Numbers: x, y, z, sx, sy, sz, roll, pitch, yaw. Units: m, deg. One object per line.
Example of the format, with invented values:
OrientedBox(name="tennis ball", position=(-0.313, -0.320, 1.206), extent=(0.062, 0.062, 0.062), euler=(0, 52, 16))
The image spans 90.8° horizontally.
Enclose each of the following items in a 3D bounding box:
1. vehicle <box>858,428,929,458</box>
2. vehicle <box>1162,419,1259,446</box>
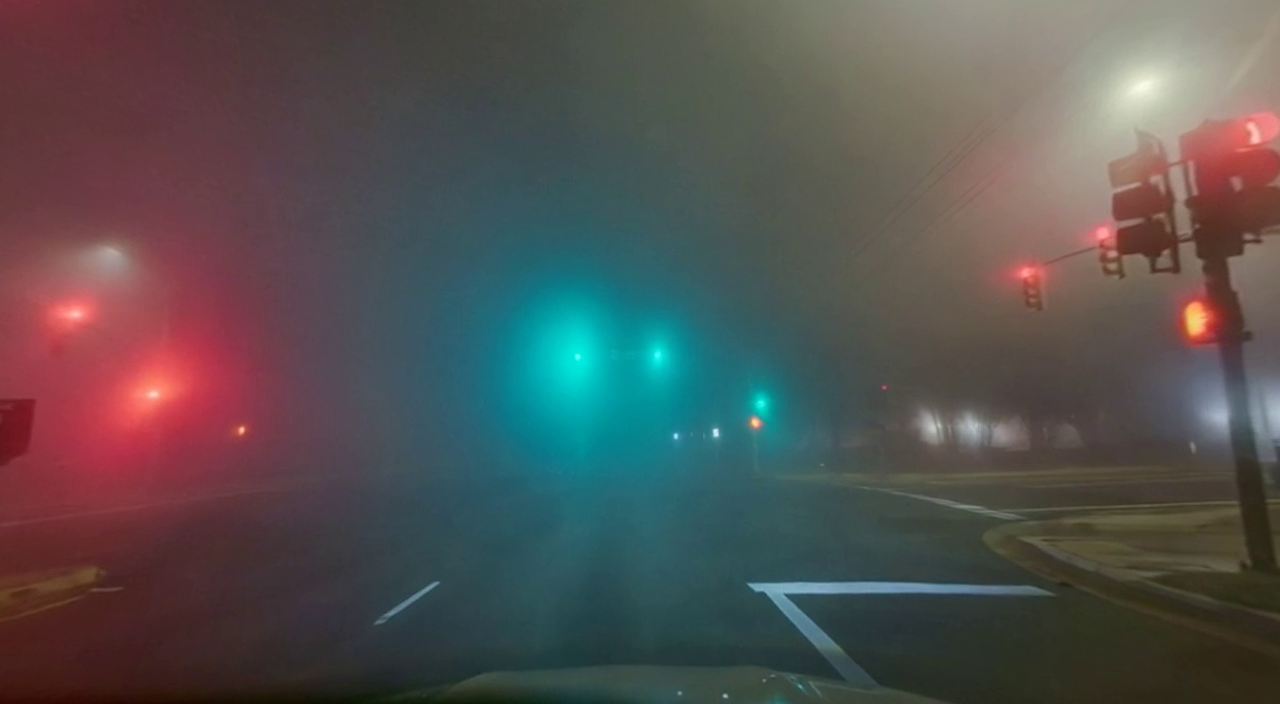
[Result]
OrientedBox(name="vehicle", position=(14.958, 5.442, 37.533), extent=(1.959, 1.471, 4.570), euler=(-4, -8, -4))
OrientedBox(name="vehicle", position=(34.092, 4.888, 37.910), extent=(1.832, 1.521, 4.266), euler=(0, -9, 0))
